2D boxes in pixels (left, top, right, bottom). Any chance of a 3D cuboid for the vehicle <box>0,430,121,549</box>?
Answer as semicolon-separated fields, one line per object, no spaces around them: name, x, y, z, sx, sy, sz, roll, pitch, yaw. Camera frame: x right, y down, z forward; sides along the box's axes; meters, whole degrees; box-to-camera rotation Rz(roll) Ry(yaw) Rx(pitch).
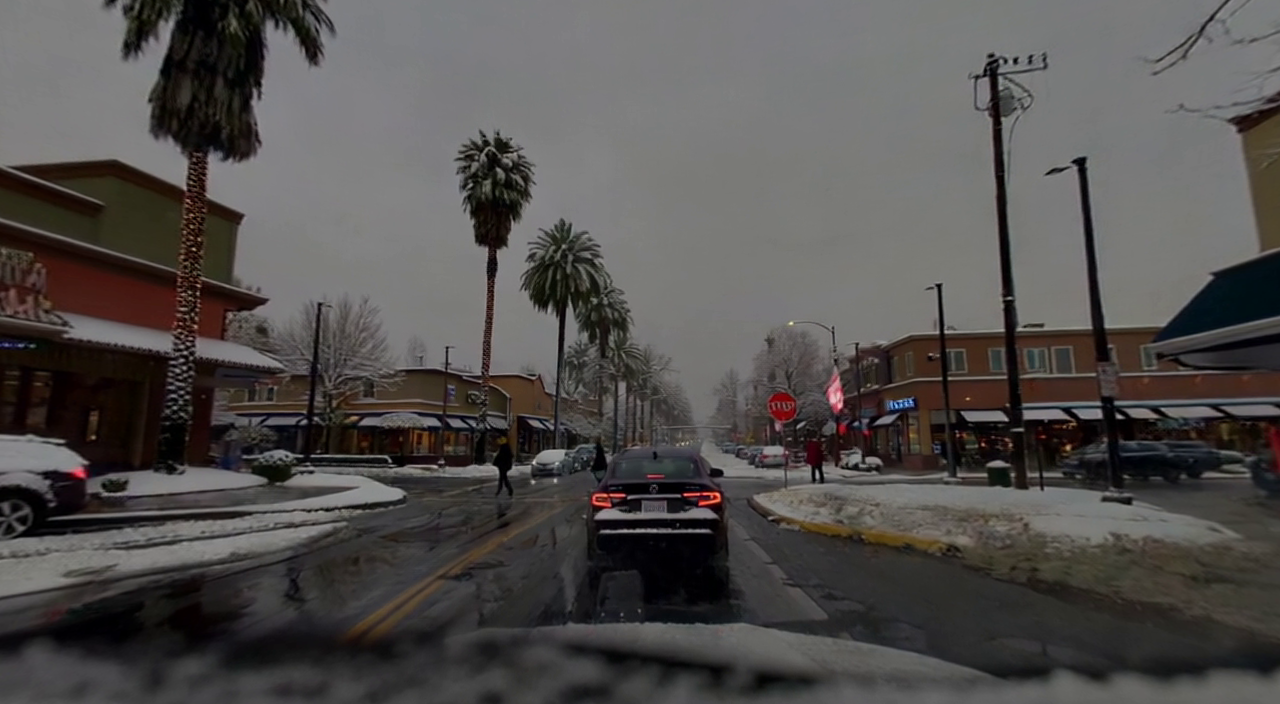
vehicle;-10.778;2.061;9.515;2.089;1.731;4.223;-9;-12;44

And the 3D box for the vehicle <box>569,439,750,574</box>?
vehicle;0.351;2.037;9.135;2.031;1.479;3.969;-1;-9;4

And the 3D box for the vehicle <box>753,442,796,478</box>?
vehicle;9.423;7.556;44.304;2.467;2.369;1.577;5;-10;-36

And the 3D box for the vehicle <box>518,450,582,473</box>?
vehicle;-6.910;8.464;48.988;4.529;1.682;1.895;6;-11;-36
